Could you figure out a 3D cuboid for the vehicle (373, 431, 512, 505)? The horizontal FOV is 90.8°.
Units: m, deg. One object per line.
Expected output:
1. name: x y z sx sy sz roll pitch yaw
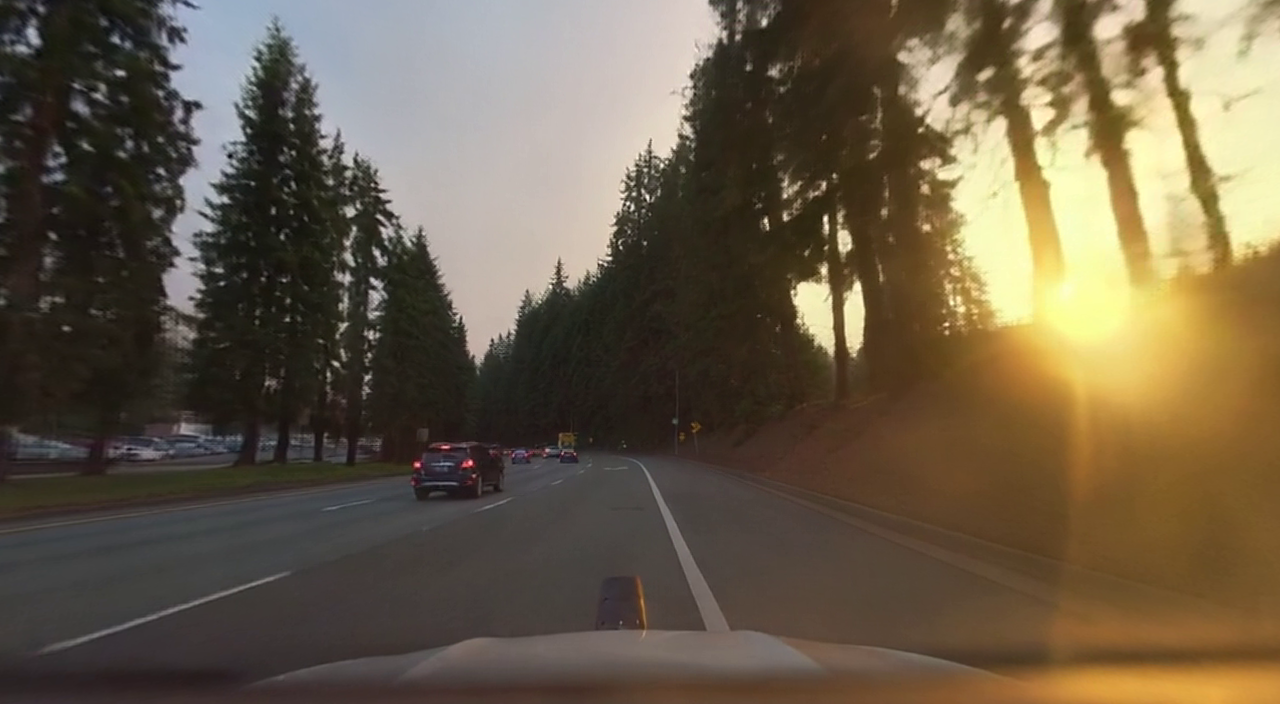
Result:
1. vehicle: -5.169 3.096 17.372 2.210 1.737 4.649 -1 -8 2
